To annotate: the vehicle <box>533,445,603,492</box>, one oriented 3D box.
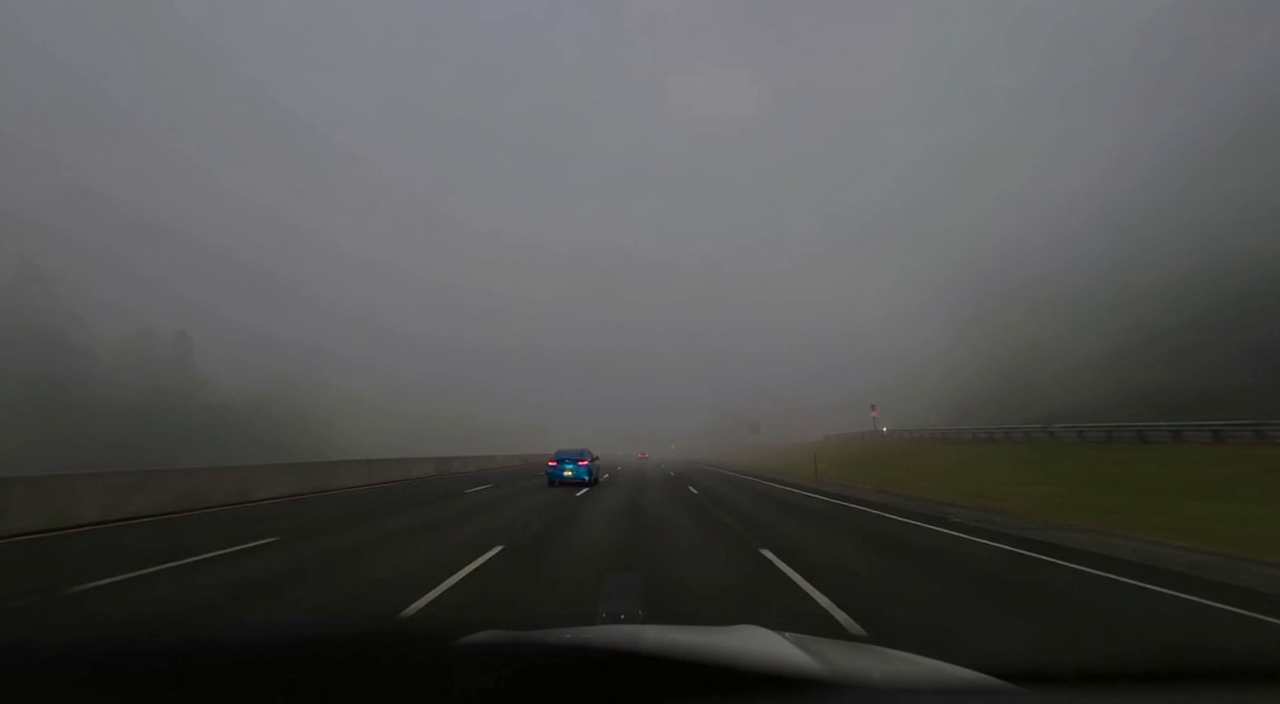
[{"bbox_3d":[-2.474,4.132,22.698,1.908,1.515,3.871,0,-9,2],"label":"vehicle"}]
